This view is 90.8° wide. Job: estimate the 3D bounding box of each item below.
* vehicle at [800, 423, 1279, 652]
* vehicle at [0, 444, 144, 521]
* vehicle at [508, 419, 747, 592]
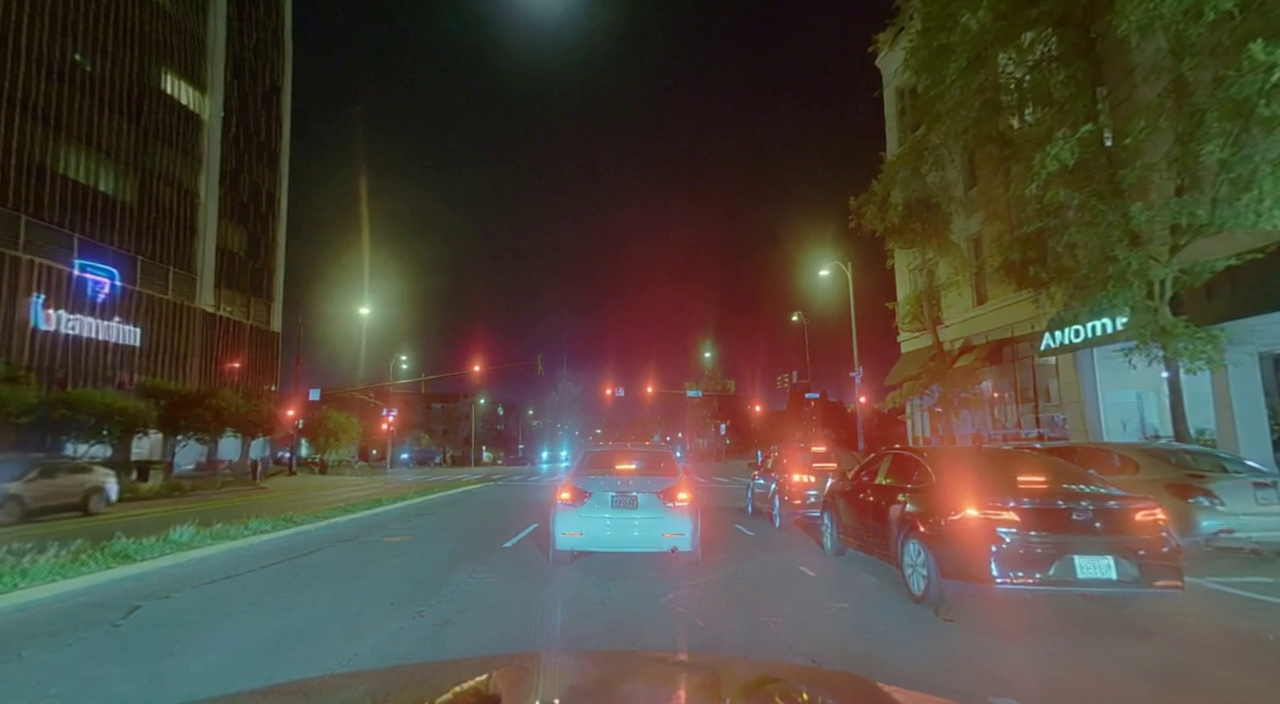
[{"bbox_3d":[3.209,1.543,6.423,1.912,1.454,4.537,0,-9,-1],"label":"vehicle"},{"bbox_3d":[-14.676,3.089,15.483,1.933,1.614,4.042,0,-9,-4],"label":"vehicle"},{"bbox_3d":[-0.139,1.669,7.688,2.118,1.512,4.013,0,-9,-1],"label":"vehicle"}]
